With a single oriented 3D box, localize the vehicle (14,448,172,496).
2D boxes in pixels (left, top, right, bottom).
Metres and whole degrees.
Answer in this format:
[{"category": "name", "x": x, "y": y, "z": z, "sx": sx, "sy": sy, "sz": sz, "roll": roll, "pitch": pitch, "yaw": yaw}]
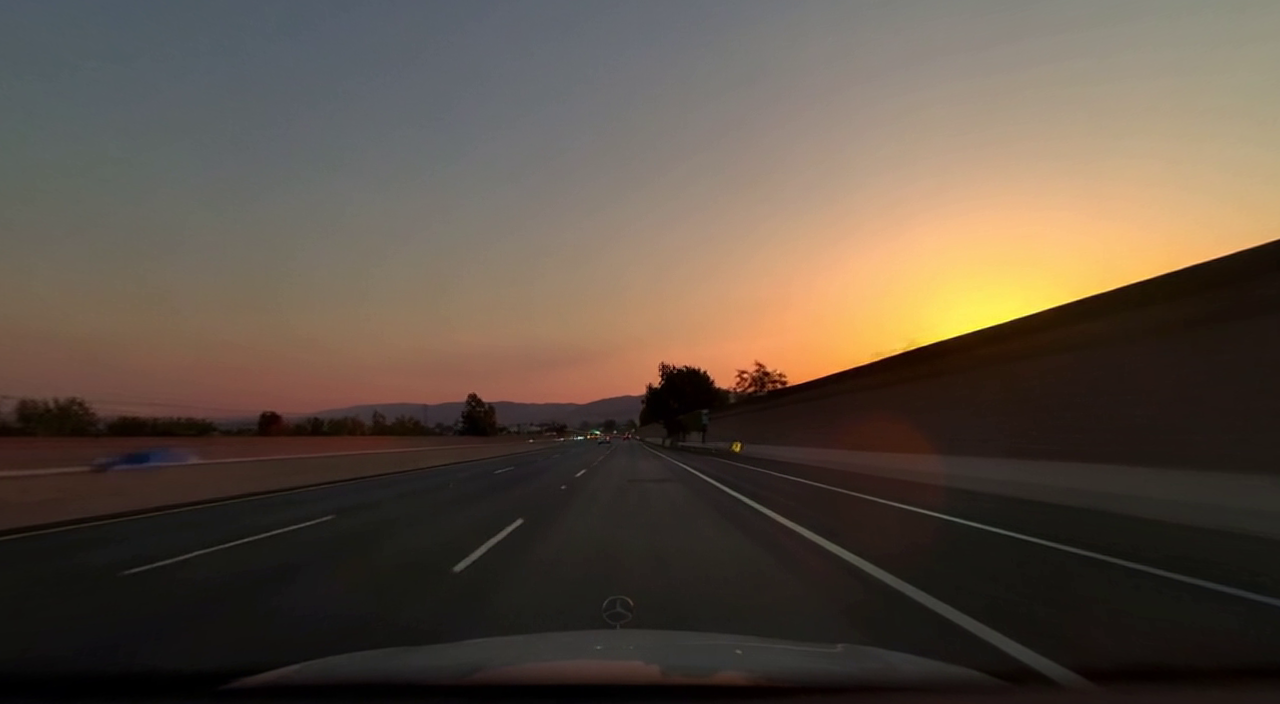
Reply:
[{"category": "vehicle", "x": -19.536, "y": 4.255, "z": 22.777, "sx": 1.779, "sy": 1.491, "sz": 4.435, "roll": 0, "pitch": -8, "yaw": -1}]
